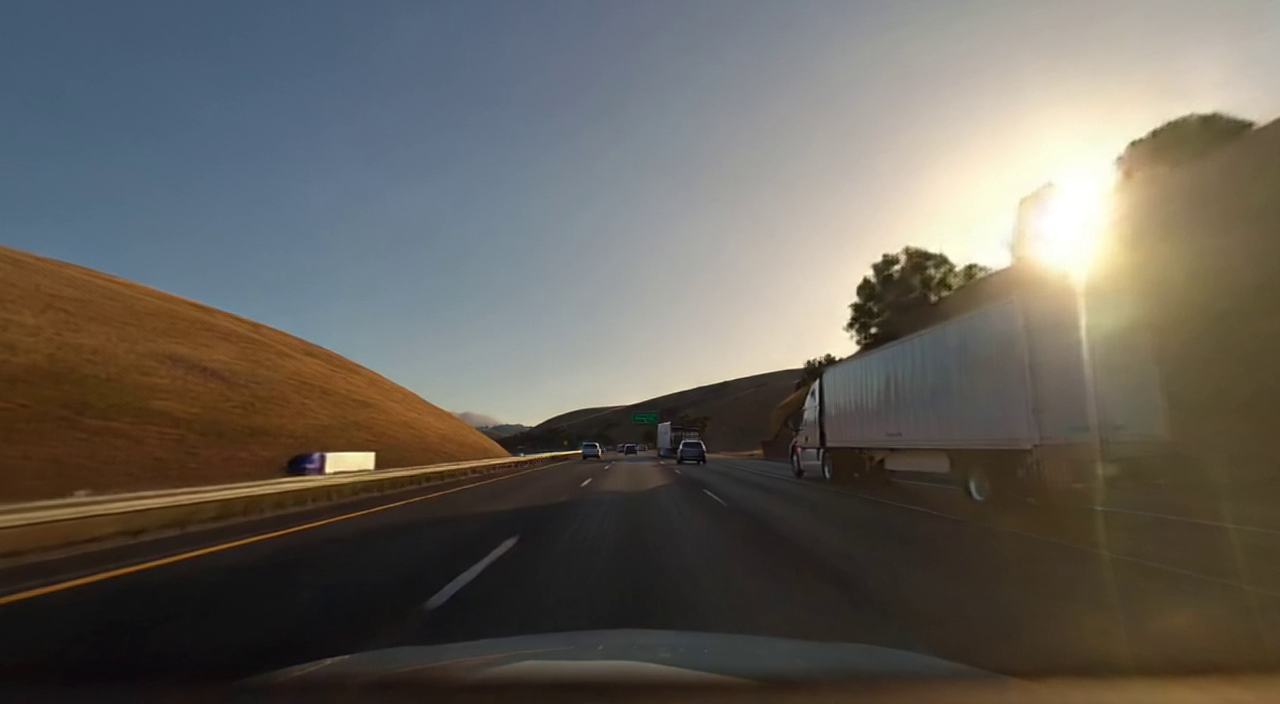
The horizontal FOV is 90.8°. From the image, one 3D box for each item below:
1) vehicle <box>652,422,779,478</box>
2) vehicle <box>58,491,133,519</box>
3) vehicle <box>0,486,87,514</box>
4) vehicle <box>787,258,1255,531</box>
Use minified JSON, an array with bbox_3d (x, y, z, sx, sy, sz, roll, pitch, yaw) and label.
[{"bbox_3d":[3.156,4.228,27.437,5.075,2.277,2.365,0,-9,-3],"label":"vehicle"},{"bbox_3d":[-36.630,10.278,42.617,1.705,1.485,3.776,0,-9,-1],"label":"vehicle"},{"bbox_3d":[-40.882,10.098,43.320,1.837,1.540,4.565,0,-9,-2],"label":"vehicle"},{"bbox_3d":[7.594,1.811,17.751,2.935,4.187,16.357,0,-9,0],"label":"vehicle"}]
